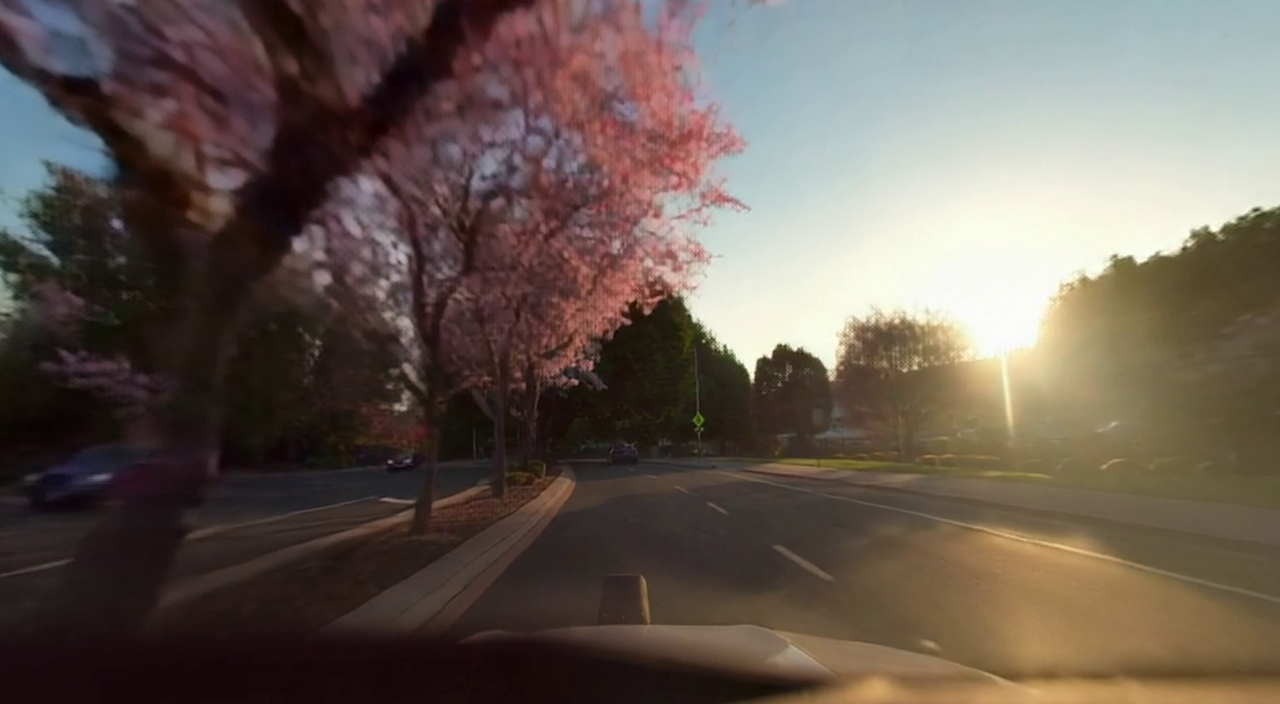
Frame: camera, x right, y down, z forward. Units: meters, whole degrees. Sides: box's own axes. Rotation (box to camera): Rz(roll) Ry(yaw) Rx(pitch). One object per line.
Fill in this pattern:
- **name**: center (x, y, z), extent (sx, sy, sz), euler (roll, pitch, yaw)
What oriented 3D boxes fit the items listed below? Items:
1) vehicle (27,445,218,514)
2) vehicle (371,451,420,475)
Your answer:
- **vehicle**: center (-14.371, 3.507, 17.848), extent (1.985, 1.705, 4.209), euler (0, -9, -4)
- **vehicle**: center (-17.260, 7.806, 44.512), extent (2.046, 1.523, 4.802), euler (1, -9, -7)
